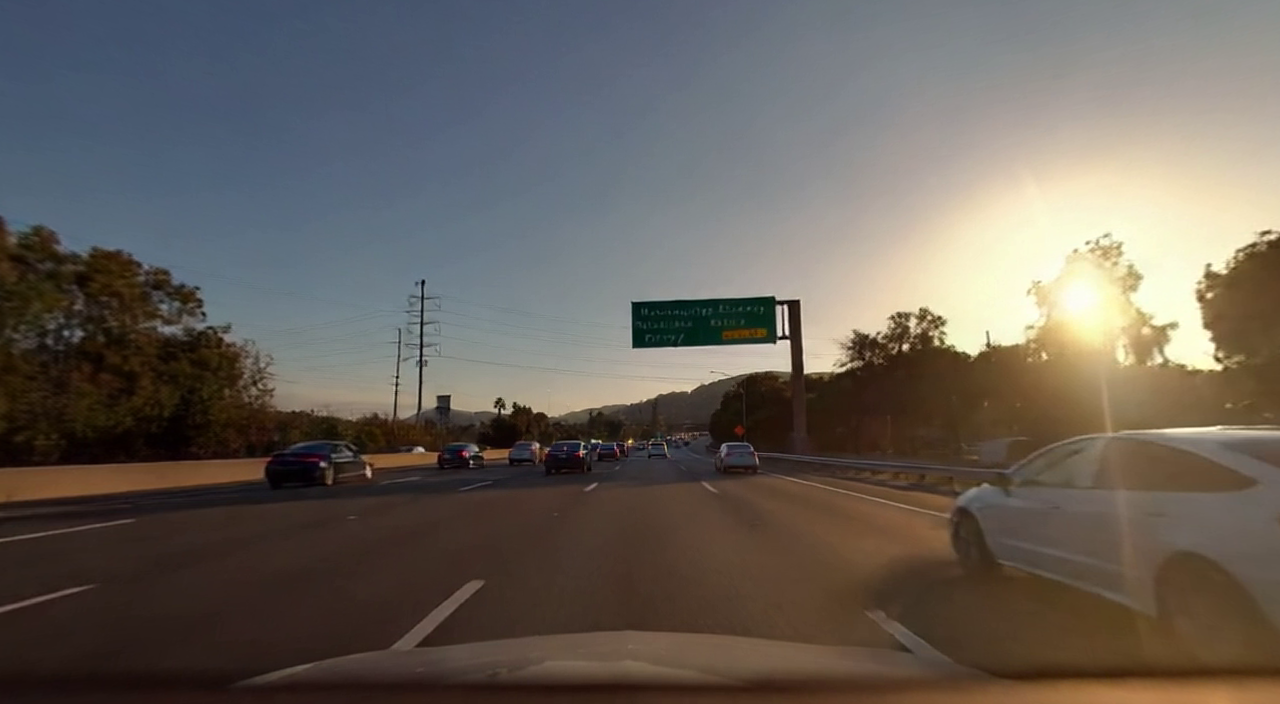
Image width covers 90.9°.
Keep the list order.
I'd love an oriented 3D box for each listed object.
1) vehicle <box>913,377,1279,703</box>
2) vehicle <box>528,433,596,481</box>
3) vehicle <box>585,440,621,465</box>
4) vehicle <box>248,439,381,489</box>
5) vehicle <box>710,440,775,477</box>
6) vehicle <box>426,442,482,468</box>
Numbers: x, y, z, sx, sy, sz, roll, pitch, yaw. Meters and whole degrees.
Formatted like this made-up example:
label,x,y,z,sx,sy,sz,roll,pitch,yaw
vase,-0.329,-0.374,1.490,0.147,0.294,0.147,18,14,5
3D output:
label,x,y,z,sx,sy,sz,roll,pitch,yaw
vehicle,3.784,1.106,4.111,2.036,1.580,4.360,0,-8,0
vehicle,-3.099,4.272,26.027,2.133,1.775,4.530,0,-8,1
vehicle,-2.520,7.028,44.388,2.133,1.668,4.505,0,-8,2
vehicle,-10.654,3.687,21.131,1.926,1.479,4.688,0,-8,1
vehicle,4.405,4.643,27.761,2.022,1.472,4.678,0,-8,-1
vehicle,-10.949,6.084,37.446,1.877,1.458,4.543,0,-8,1
